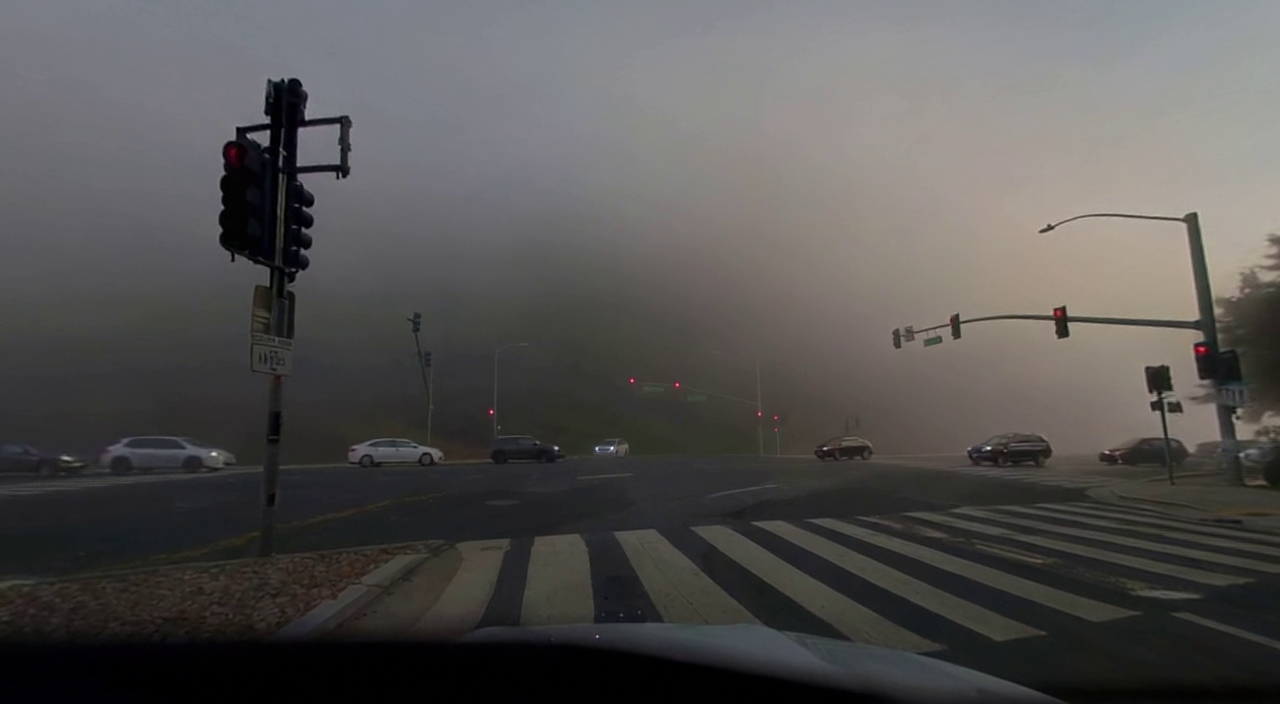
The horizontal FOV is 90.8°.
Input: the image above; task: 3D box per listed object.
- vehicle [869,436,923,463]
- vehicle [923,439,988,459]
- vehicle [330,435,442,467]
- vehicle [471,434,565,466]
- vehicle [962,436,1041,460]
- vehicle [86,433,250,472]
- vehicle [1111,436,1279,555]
[{"bbox_3d":[14.838,5.629,36.485,1.962,1.468,4.516,-5,-10,32],"label":"vehicle"},{"bbox_3d":[24.031,7.401,48.177,4.352,1.456,1.794,3,-9,-18],"label":"vehicle"},{"bbox_3d":[-12.863,5.009,32.146,4.912,1.485,1.922,6,-10,-36],"label":"vehicle"},{"bbox_3d":[-6.242,5.051,32.625,4.331,1.544,1.896,7,-11,-38],"label":"vehicle"},{"bbox_3d":[24.252,6.425,42.424,4.481,1.561,2.001,3,-9,-17],"label":"vehicle"},{"bbox_3d":[-18.804,4.034,25.470,4.849,1.476,1.935,3,-9,-19],"label":"vehicle"},{"bbox_3d":[9.222,1.998,8.648,1.993,1.505,4.721,5,-8,0],"label":"vehicle"}]
